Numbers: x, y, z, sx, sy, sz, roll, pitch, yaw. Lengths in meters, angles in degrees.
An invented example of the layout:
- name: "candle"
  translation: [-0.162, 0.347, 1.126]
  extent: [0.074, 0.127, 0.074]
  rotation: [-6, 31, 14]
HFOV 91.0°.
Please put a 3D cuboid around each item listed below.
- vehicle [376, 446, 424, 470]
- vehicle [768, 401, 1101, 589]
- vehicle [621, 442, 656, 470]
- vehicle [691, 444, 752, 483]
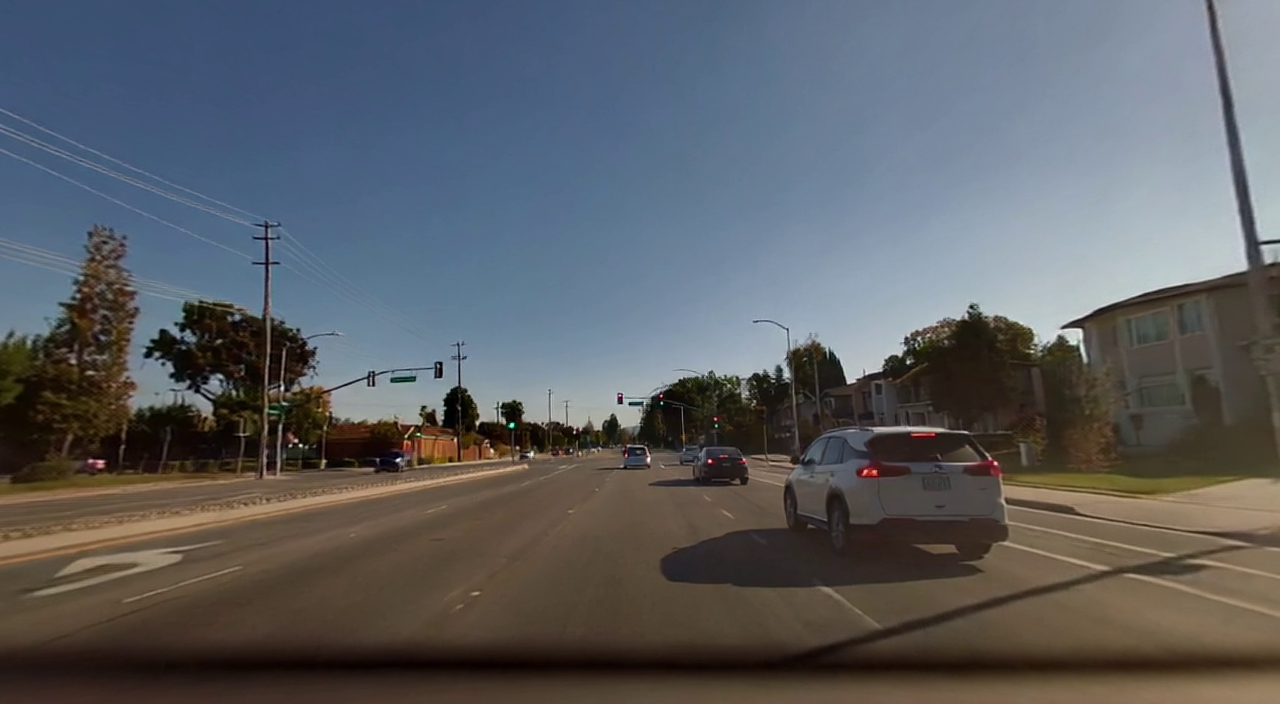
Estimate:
- name: "vehicle"
  translation: [-18.809, 8.334, 49.590]
  extent: [2.071, 1.746, 4.444]
  rotation: [0, -9, -1]
- name: "vehicle"
  translation: [3.265, 1.703, 8.334]
  extent: [2.129, 1.761, 4.610]
  rotation: [0, -9, 0]
- name: "vehicle"
  translation: [-0.129, 6.755, 40.974]
  extent: [2.146, 1.685, 4.003]
  rotation: [0, -9, -1]
- name: "vehicle"
  translation: [3.194, 4.443, 25.382]
  extent: [1.889, 1.451, 4.180]
  rotation: [0, -9, 0]
